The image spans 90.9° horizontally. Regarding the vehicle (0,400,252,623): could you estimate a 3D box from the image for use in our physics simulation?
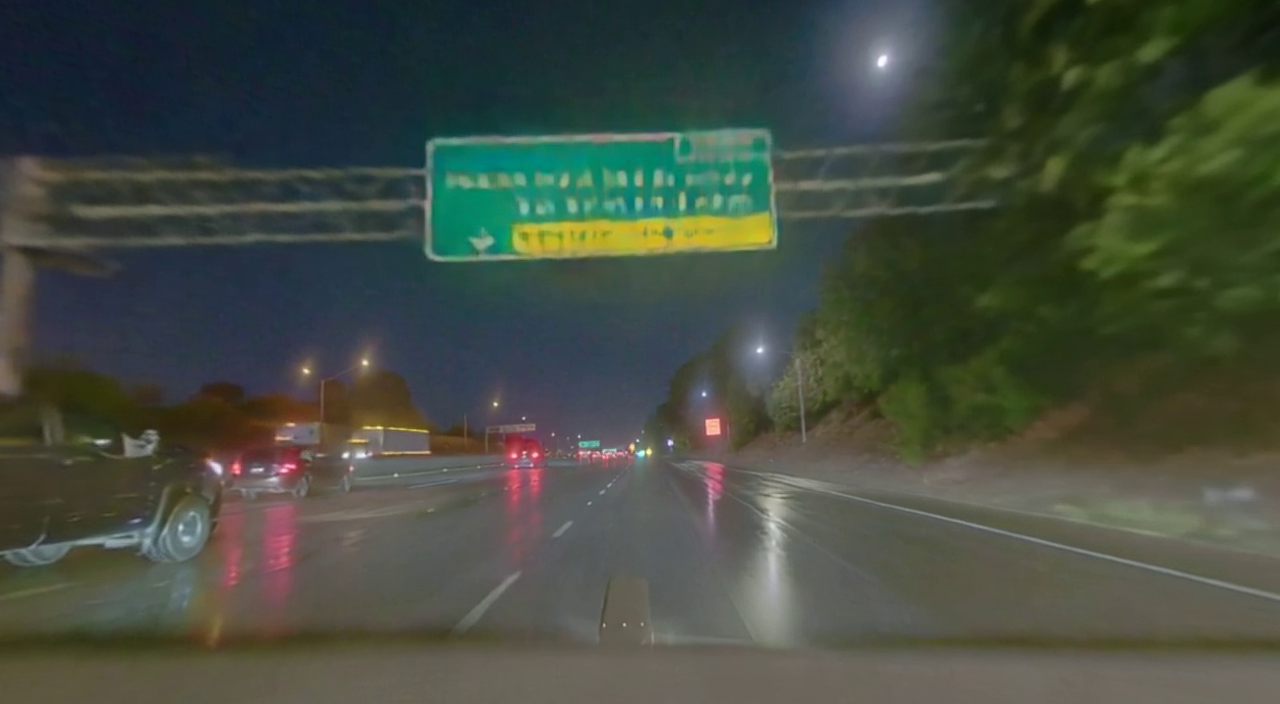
[{"bbox_3d":[-6.353,1.299,5.135,2.403,1.773,6.276,0,-8,0],"label":"vehicle"}]

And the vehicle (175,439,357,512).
[{"bbox_3d":[-9.739,3.210,16.966,2.060,1.662,4.469,-1,-8,2],"label":"vehicle"}]

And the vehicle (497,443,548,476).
[{"bbox_3d":[-6.523,5.981,35.459,2.009,1.735,4.358,0,-8,1],"label":"vehicle"}]
